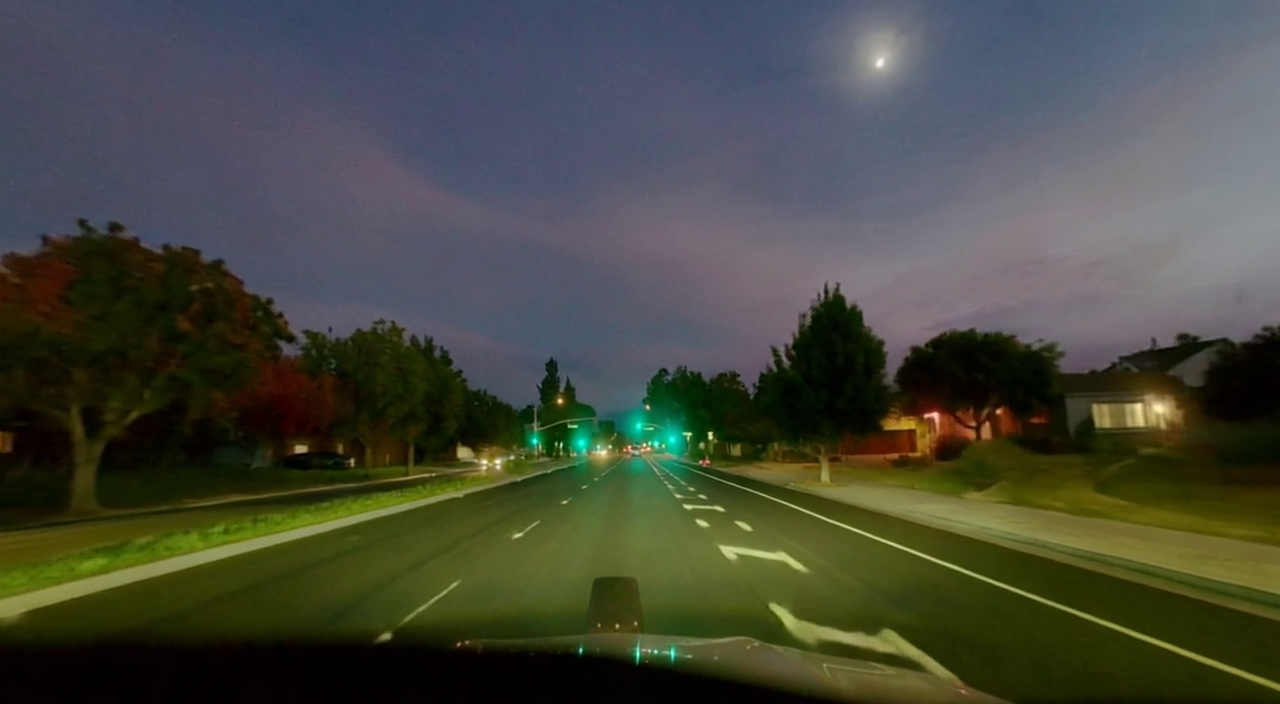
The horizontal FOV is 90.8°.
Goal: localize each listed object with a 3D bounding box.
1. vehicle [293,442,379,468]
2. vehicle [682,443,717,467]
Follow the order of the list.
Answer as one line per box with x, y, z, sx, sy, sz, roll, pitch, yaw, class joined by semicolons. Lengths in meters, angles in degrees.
-21.209;7.171;44.209;4.853;1.754;2.095;0;-9;2;vehicle
4.651;8.067;49.803;2.180;1.782;4.790;0;-9;-1;vehicle
